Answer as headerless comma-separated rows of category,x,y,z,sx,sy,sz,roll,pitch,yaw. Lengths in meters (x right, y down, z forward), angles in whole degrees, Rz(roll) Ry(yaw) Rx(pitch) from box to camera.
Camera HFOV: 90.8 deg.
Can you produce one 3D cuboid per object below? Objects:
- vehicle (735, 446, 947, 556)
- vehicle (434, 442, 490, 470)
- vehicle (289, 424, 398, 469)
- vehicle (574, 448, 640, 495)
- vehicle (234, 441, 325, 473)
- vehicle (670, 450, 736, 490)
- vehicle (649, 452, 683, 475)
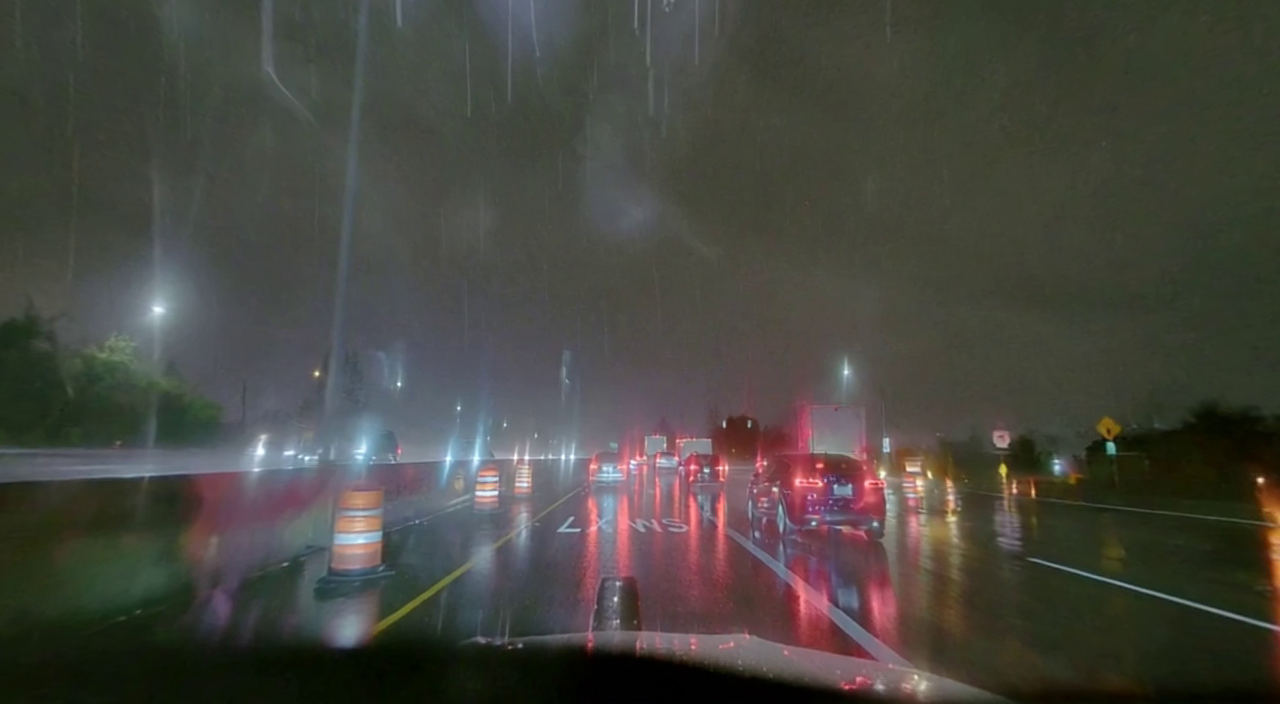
vehicle,3.038,2.338,10.705,1.996,1.455,4.281,0,-9,-3
vehicle,-10.634,6.229,38.106,1.997,1.562,4.754,0,-9,-1
vehicle,-14.054,4.586,30.499,2.414,1.943,6.030,0,-9,-1
vehicle,-1.100,4.058,21.843,2.069,1.470,4.004,0,-9,-2
vehicle,-17.943,5.256,31.744,1.981,1.464,4.620,0,-9,-2
vehicle,2.450,4.720,25.700,2.042,1.460,4.451,0,-9,-3
vehicle,1.719,7.574,43.124,1.916,1.487,4.117,0,-9,-3
